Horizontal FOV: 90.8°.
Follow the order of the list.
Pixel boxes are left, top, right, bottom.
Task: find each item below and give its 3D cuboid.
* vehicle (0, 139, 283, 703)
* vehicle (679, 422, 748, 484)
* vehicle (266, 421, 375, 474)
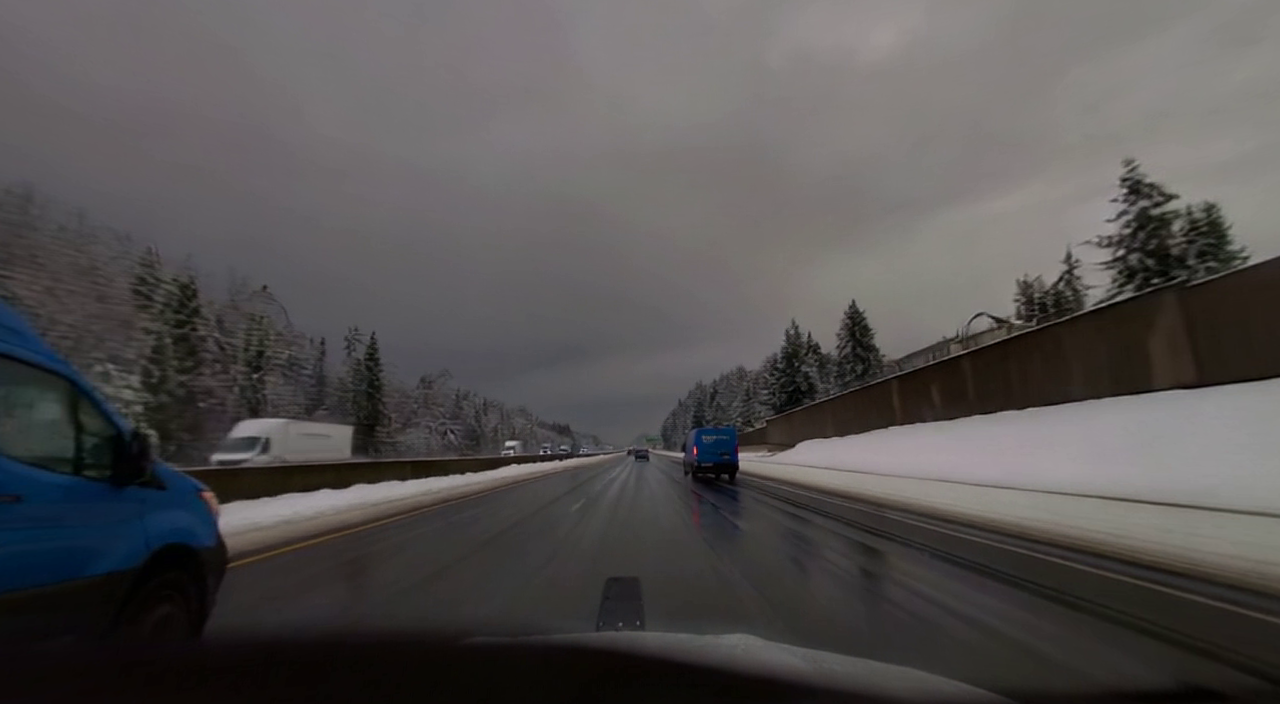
[{"bbox_3d":[-3.692,0.232,1.032,2.409,2.523,6.275,0,-9,1],"label":"vehicle"},{"bbox_3d":[3.237,4.643,29.144,2.373,2.561,5.922,0,-9,-1],"label":"vehicle"},{"bbox_3d":[-24.480,7.476,49.311,2.867,3.591,10.876,0,-9,0],"label":"vehicle"}]
